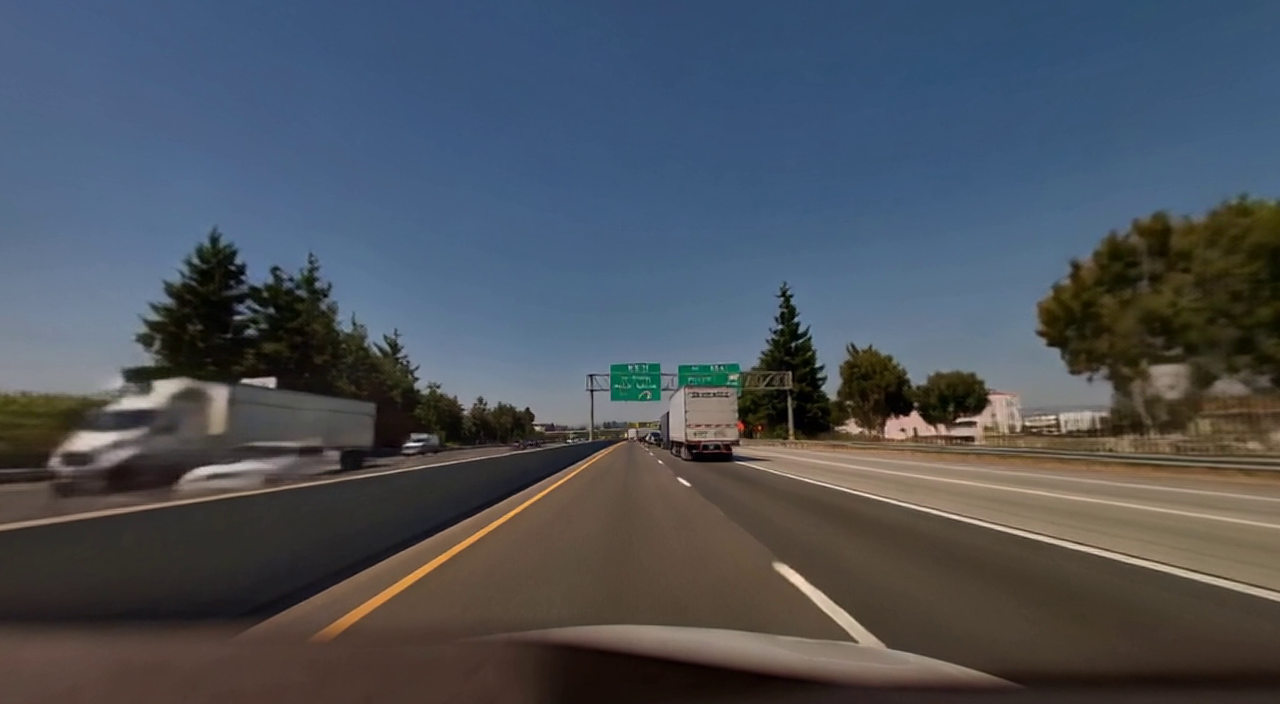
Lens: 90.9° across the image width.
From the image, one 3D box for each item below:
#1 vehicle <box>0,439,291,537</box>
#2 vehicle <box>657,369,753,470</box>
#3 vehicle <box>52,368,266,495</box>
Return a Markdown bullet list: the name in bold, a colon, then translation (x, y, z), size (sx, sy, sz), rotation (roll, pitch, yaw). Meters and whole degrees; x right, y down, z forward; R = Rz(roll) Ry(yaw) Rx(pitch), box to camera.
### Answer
- **vehicle**: translation (-9.013, 2.429, 12.121), size (2.015, 1.471, 4.662), rotation (0, -8, -1)
- **vehicle**: translation (2.765, 3.567, 31.800), size (2.954, 3.995, 13.335), rotation (0, -8, -2)
- **vehicle**: translation (-17.203, 2.928, 23.256), size (3.002, 4.059, 6.038), rotation (0, -8, -1)
